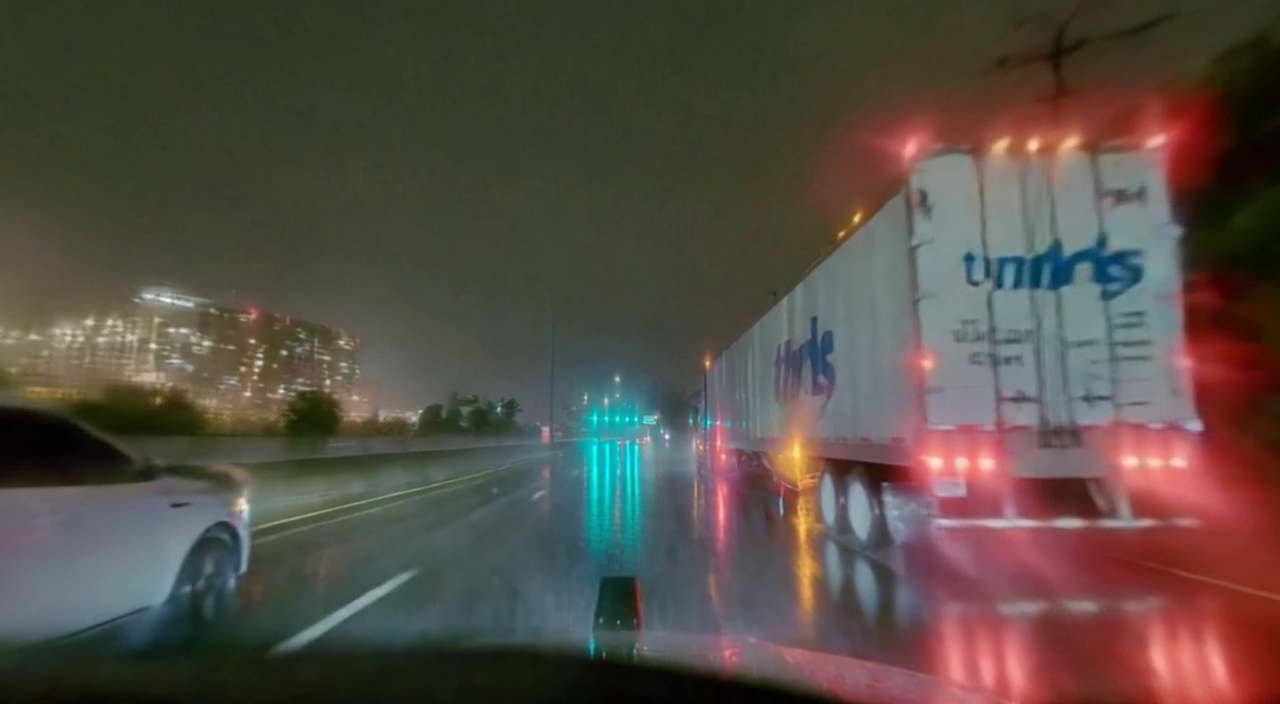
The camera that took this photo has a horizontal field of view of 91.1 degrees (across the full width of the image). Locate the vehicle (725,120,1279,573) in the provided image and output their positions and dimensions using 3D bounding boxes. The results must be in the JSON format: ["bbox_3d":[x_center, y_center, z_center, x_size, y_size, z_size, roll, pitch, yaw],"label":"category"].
[{"bbox_3d":[3.928,0.724,12.317,2.850,3.894,13.987,0,-7,1],"label":"vehicle"}]

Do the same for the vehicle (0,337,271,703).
[{"bbox_3d":[-3.599,0.729,2.129,2.063,1.661,4.439,0,-8,-1],"label":"vehicle"}]
